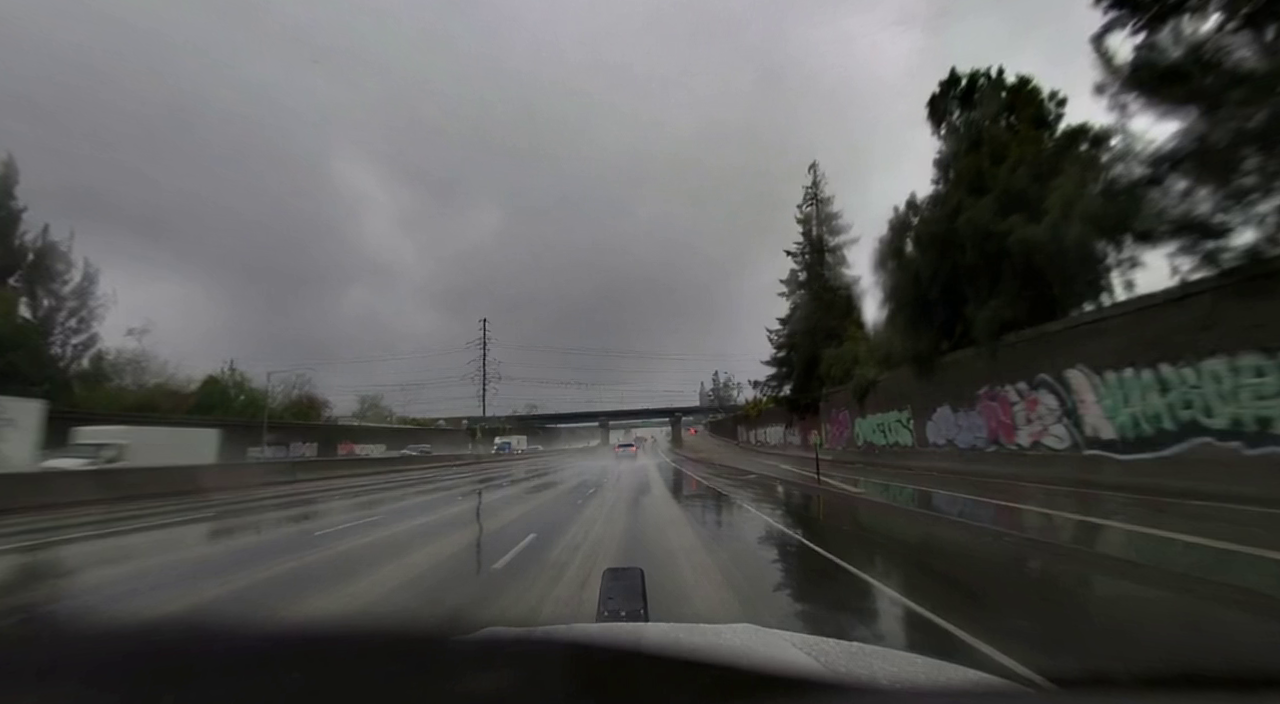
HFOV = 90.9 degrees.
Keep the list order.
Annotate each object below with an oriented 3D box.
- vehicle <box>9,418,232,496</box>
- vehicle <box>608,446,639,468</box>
[{"bbox_3d":[-20.217,4.165,25.297,2.870,2.654,6.958,0,-9,1],"label":"vehicle"},{"bbox_3d":[-1.185,7.728,46.404,2.041,1.528,4.353,-1,-9,2],"label":"vehicle"}]
